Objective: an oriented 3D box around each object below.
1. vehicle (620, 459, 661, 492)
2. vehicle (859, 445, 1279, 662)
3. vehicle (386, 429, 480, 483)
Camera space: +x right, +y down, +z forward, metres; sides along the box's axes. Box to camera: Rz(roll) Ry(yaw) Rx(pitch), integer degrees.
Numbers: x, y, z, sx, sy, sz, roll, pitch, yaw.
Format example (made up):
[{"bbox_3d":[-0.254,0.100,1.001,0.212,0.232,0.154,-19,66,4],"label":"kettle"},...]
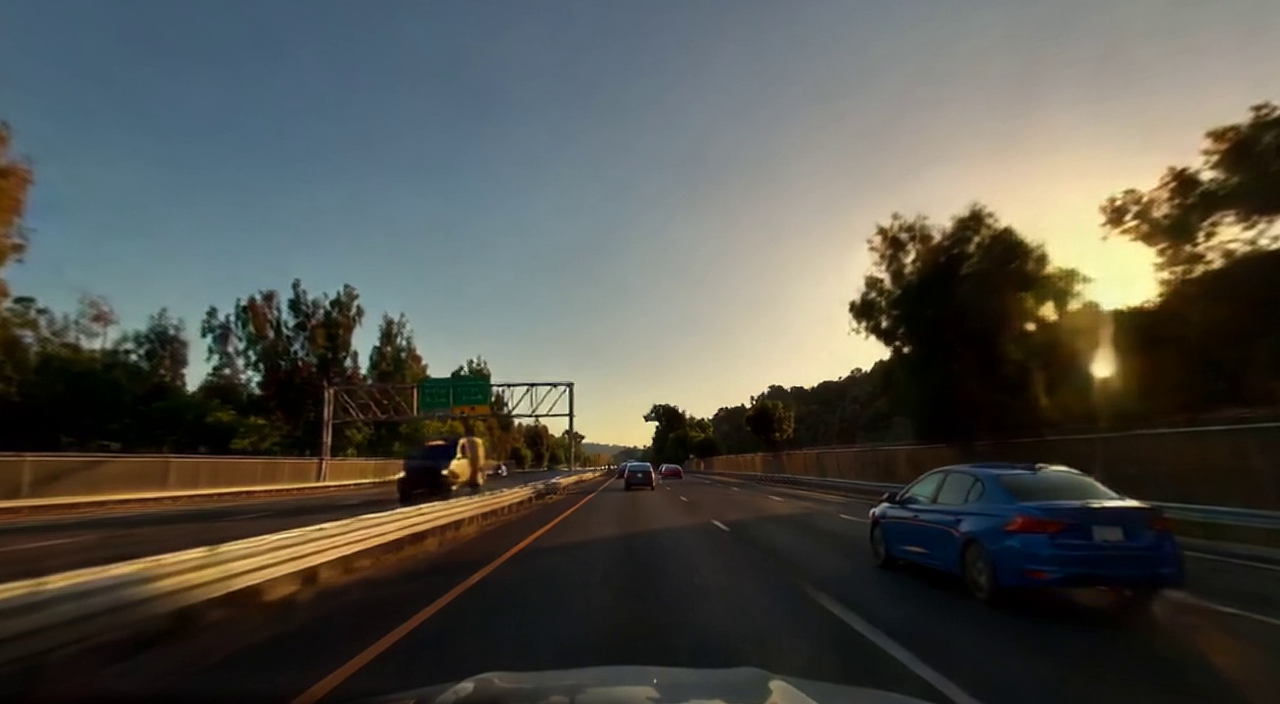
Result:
[{"bbox_3d":[-0.030,6.463,33.047,2.037,1.605,3.833,1,-11,-1],"label":"vehicle"},{"bbox_3d":[4.020,1.818,6.554,1.938,1.494,4.032,1,-11,-1],"label":"vehicle"},{"bbox_3d":[-8.204,4.256,25.591,2.049,1.932,4.943,1,-11,1],"label":"vehicle"}]
